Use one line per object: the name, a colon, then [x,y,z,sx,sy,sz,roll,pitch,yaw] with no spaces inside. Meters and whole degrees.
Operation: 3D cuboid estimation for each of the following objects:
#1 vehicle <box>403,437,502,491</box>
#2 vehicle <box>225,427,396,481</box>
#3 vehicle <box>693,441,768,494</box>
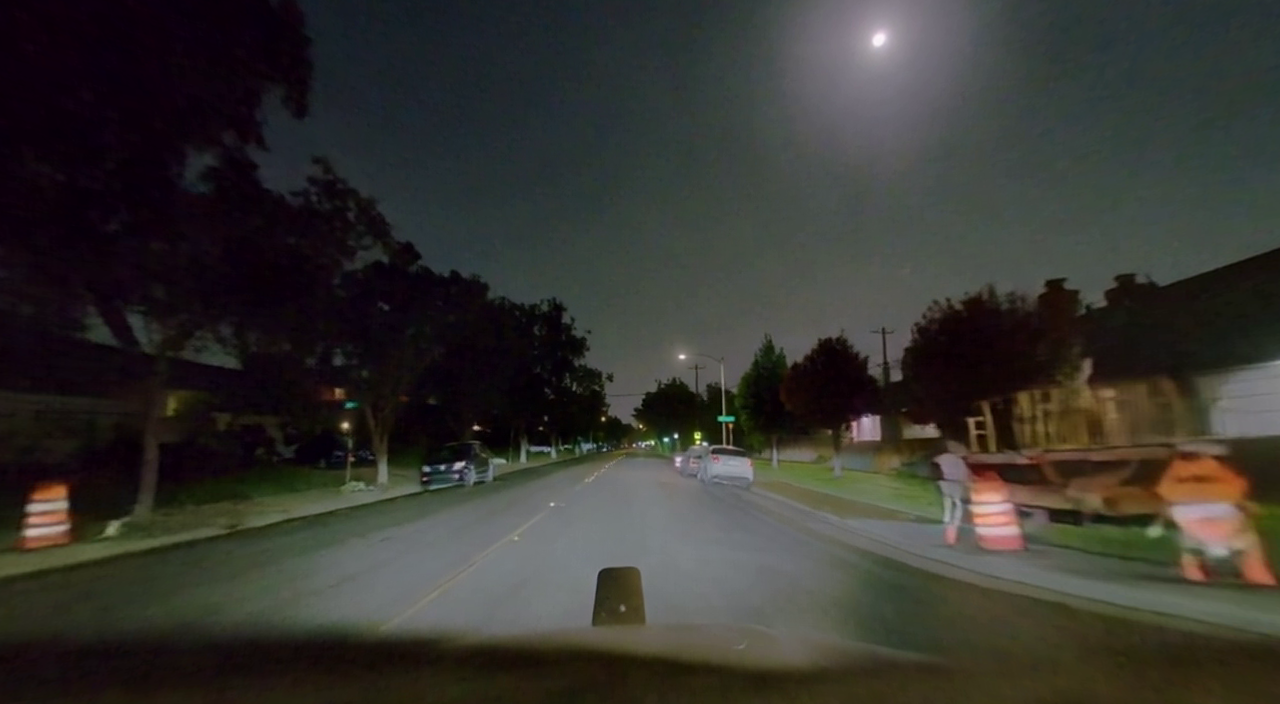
vehicle: [-7.230,4.406,25.049,2.266,1.877,5.167,-1,-10,1]
vehicle: [-15.308,4.777,29.727,6.526,2.046,2.522,3,-8,-2]
vehicle: [3.076,4.014,22.344,1.896,1.602,4.571,1,-9,-1]
